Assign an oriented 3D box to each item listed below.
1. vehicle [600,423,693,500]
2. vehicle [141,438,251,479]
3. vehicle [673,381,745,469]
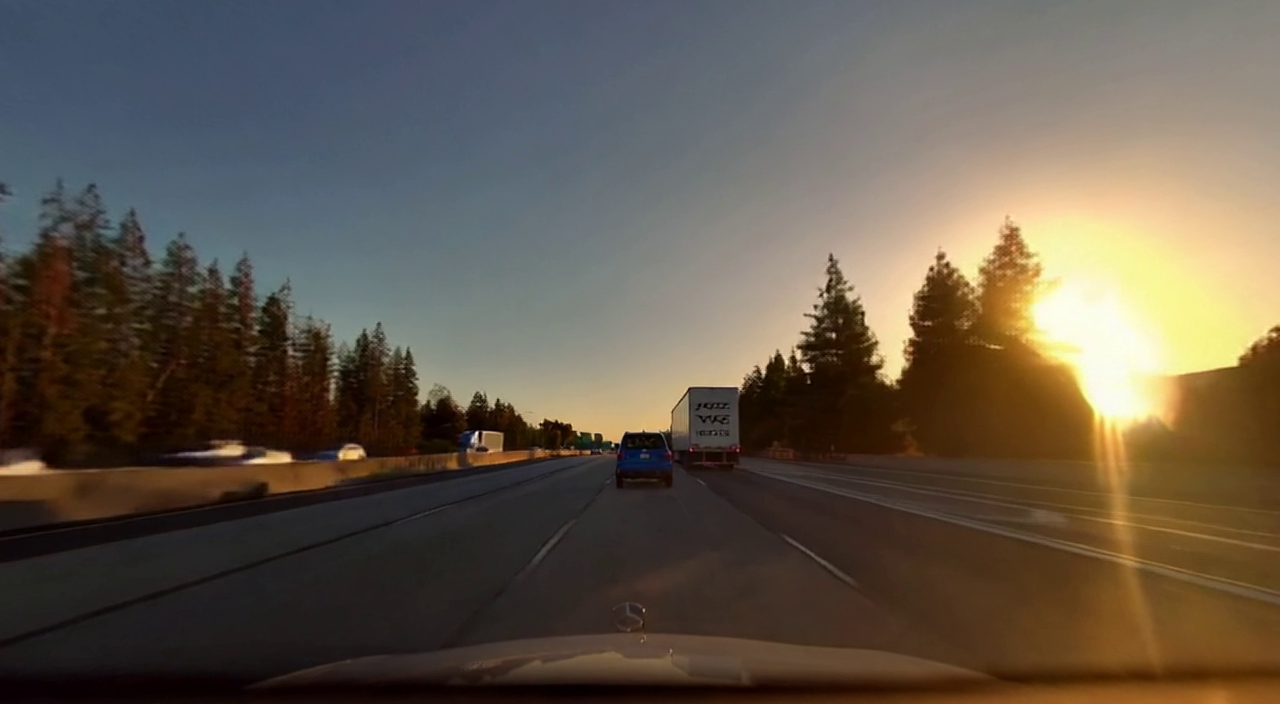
[{"bbox_3d":[0.169,2.736,16.043,2.054,1.706,4.201,0,-8,1],"label":"vehicle"},{"bbox_3d":[-22.718,5.445,32.407,2.062,1.894,4.768,0,-8,1],"label":"vehicle"},{"bbox_3d":[3.654,4.574,37.368,2.909,4.135,15.820,0,-8,1],"label":"vehicle"}]
